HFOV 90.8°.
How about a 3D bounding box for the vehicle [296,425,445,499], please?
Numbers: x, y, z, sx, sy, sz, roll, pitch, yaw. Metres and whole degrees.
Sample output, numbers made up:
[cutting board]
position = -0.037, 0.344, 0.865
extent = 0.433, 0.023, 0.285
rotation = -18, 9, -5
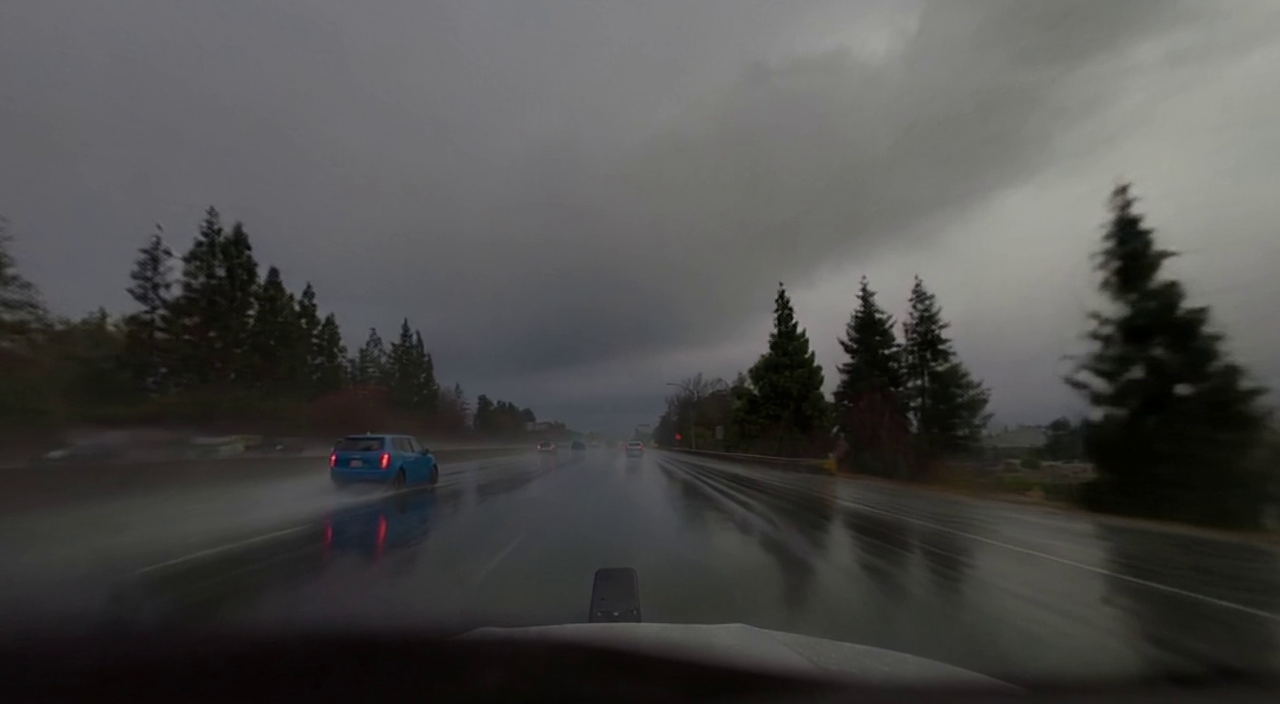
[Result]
[vehicle]
position = -7.204, 2.999, 17.541
extent = 2.146, 1.766, 4.502
rotation = 0, -9, 0
